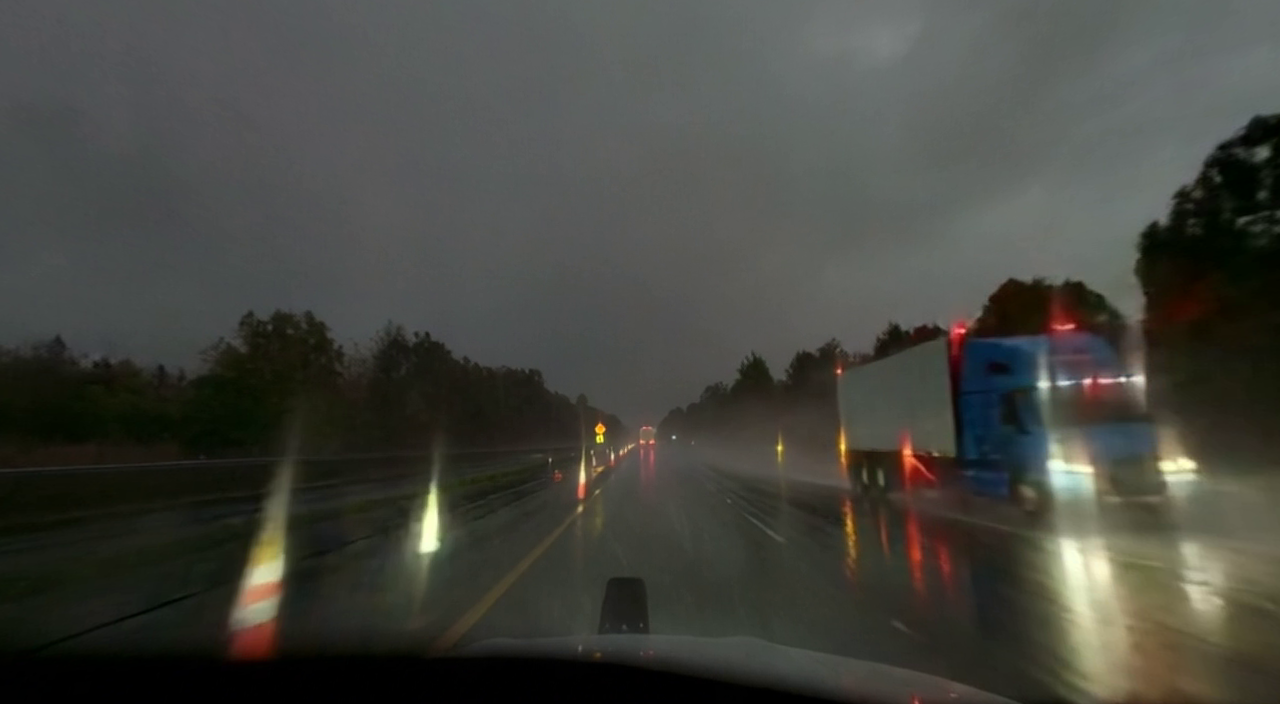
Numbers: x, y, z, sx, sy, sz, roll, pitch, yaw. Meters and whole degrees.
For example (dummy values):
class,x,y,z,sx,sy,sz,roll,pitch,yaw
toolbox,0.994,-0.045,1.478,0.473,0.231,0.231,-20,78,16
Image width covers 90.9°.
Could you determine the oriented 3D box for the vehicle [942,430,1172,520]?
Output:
class,x,y,z,sx,sy,sz,roll,pitch,yaw
vehicle,8.365,2.474,13.116,2.611,1.607,3.179,0,-8,2
